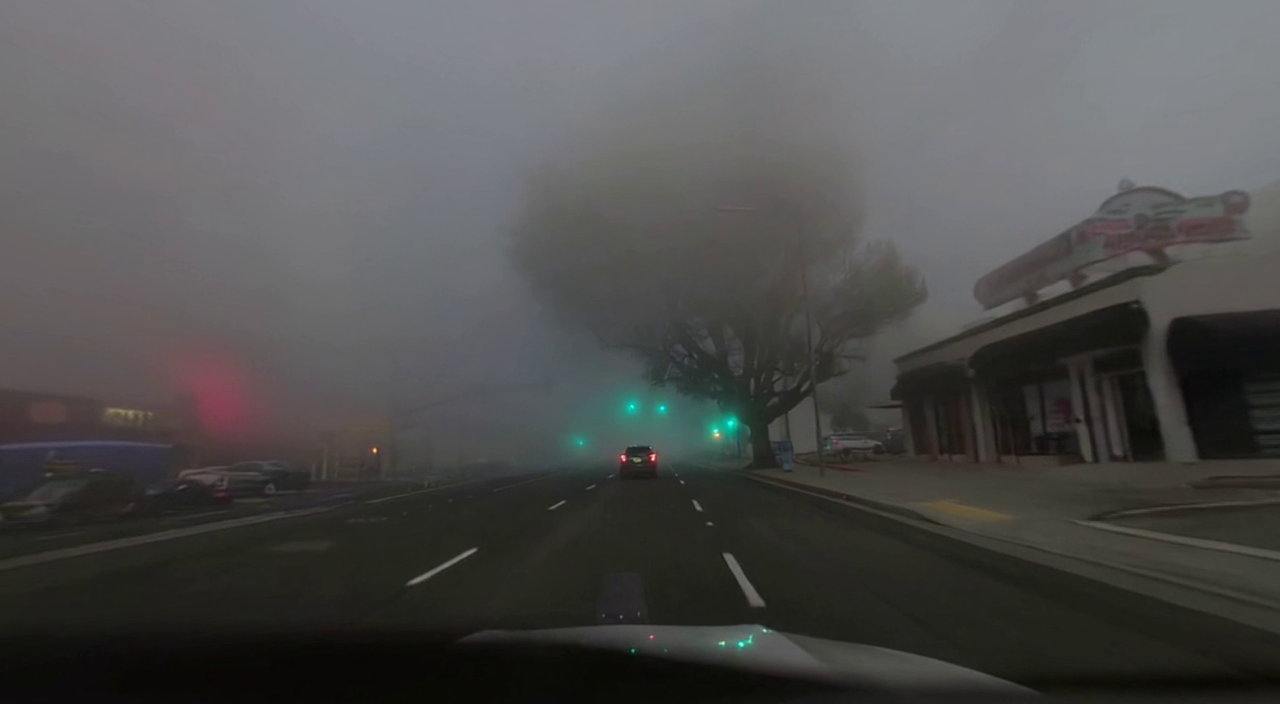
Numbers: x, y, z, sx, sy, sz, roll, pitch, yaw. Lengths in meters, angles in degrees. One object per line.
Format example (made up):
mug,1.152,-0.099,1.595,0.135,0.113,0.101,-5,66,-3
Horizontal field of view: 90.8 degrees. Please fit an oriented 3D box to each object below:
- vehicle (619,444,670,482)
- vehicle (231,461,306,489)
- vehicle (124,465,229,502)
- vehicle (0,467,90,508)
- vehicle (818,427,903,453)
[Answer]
vehicle,0.247,4.556,26.305,1.977,1.451,4.032,0,-9,2
vehicle,-25.310,8.375,43.129,4.256,1.697,1.817,5,-10,-31
vehicle,-24.631,6.974,33.761,4.310,1.663,1.881,6,-10,-34
vehicle,-29.943,6.628,30.975,4.261,1.756,1.915,7,-11,-38
vehicle,13.572,5.422,39.049,4.466,1.553,2.060,1,-7,-1
